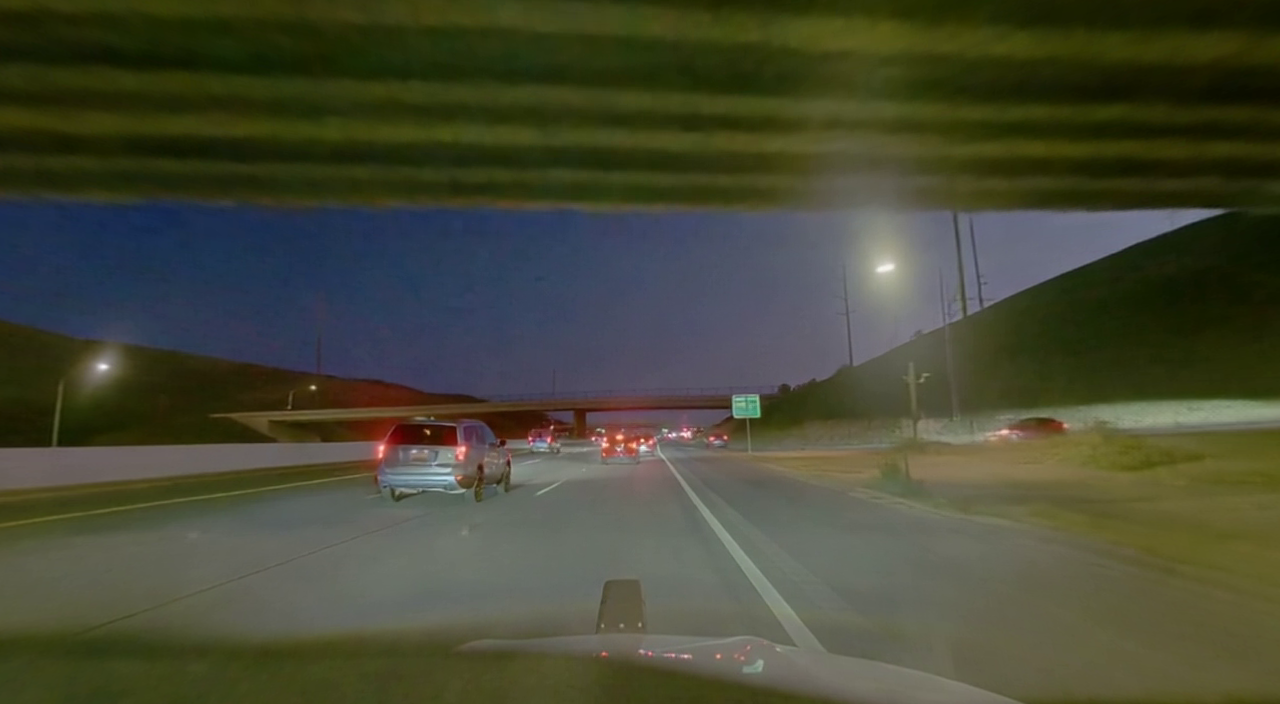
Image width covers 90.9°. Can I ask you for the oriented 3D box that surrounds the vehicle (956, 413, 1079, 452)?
[{"bbox_3d":[26.631,5.793,44.777,2.571,2.571,6.876,7,-11,-41],"label":"vehicle"}]

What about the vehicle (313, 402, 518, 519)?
[{"bbox_3d":[-4.066,2.092,12.569,2.228,1.845,4.847,0,-8,1],"label":"vehicle"}]

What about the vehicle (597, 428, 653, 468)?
[{"bbox_3d":[-0.592,4.347,28.469,2.193,1.651,3.946,-1,-8,4],"label":"vehicle"}]
